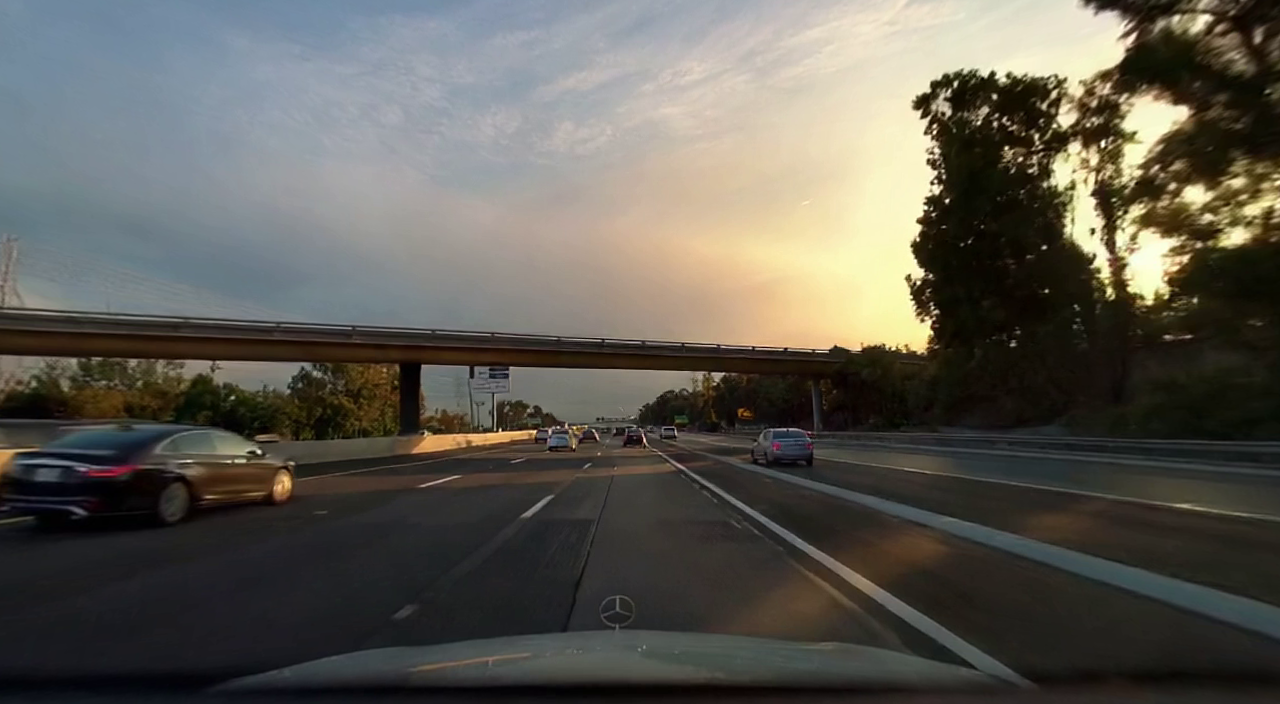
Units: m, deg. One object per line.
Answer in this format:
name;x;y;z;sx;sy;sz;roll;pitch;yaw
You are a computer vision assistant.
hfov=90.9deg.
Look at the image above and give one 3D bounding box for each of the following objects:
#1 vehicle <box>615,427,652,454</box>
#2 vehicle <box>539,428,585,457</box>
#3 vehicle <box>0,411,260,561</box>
vehicle;-0.443;5.782;41.167;2.240;1.646;4.949;0;-8;-1
vehicle;-4.336;5.092;35.587;2.103;1.512;4.155;0;-8;0
vehicle;-7.648;1.679;8.750;2.009;1.537;4.449;0;-8;-1
